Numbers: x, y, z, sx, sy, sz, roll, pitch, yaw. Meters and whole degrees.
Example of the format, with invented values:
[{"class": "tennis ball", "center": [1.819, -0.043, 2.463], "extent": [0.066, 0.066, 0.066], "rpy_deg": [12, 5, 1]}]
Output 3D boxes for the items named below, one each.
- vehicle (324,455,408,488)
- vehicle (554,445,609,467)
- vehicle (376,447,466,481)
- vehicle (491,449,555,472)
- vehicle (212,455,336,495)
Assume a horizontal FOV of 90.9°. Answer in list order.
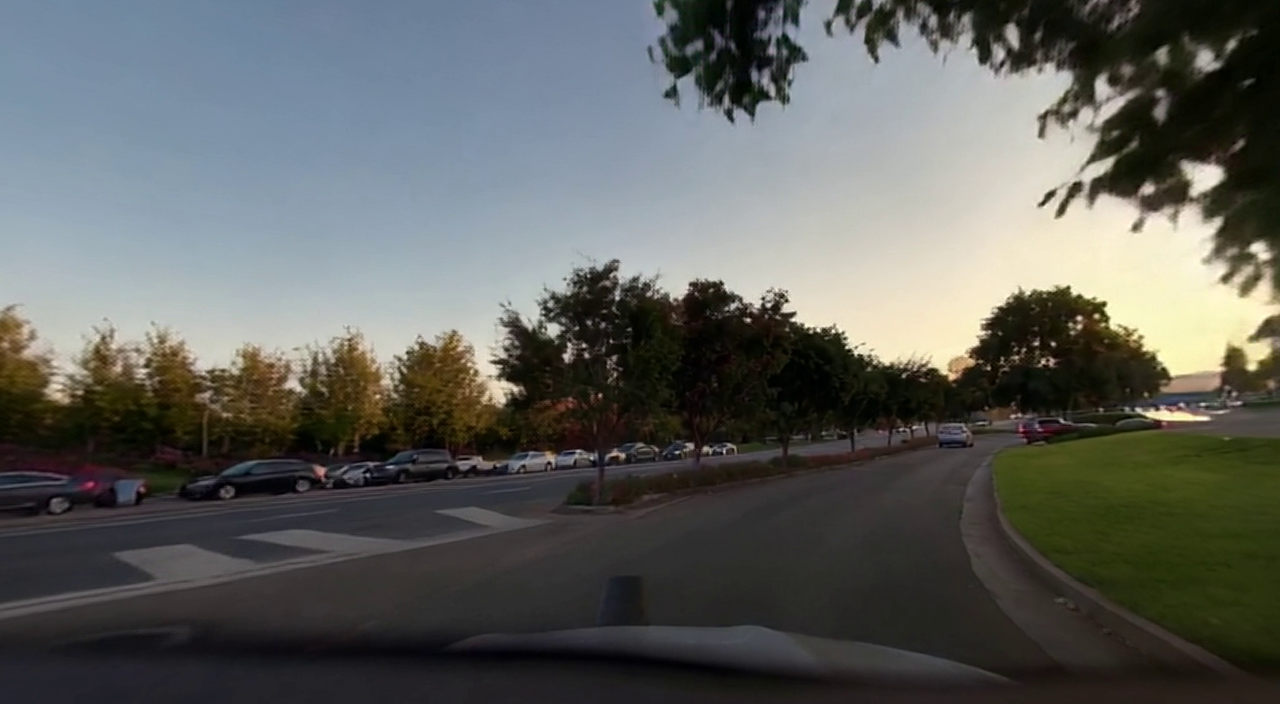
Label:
[{"class": "vehicle", "center": [-17.767, 7.722, 41.085], "extent": [2.123, 1.897, 4.580], "rpy_deg": [-6, -10, 31]}, {"class": "vehicle", "center": [-4.513, 8.128, 49.147], "extent": [1.851, 1.450, 4.396], "rpy_deg": [-13, -14, 31]}, {"class": "vehicle", "center": [-12.646, 6.472, 36.731], "extent": [1.969, 1.758, 4.662], "rpy_deg": [-6, -10, 32]}, {"class": "vehicle", "center": [-7.999, 7.428, 43.435], "extent": [1.832, 1.473, 4.377], "rpy_deg": [-6, -11, 33]}, {"class": "vehicle", "center": [-17.120, 5.746, 29.732], "extent": [1.876, 1.642, 4.600], "rpy_deg": [-6, -10, 31]}]
